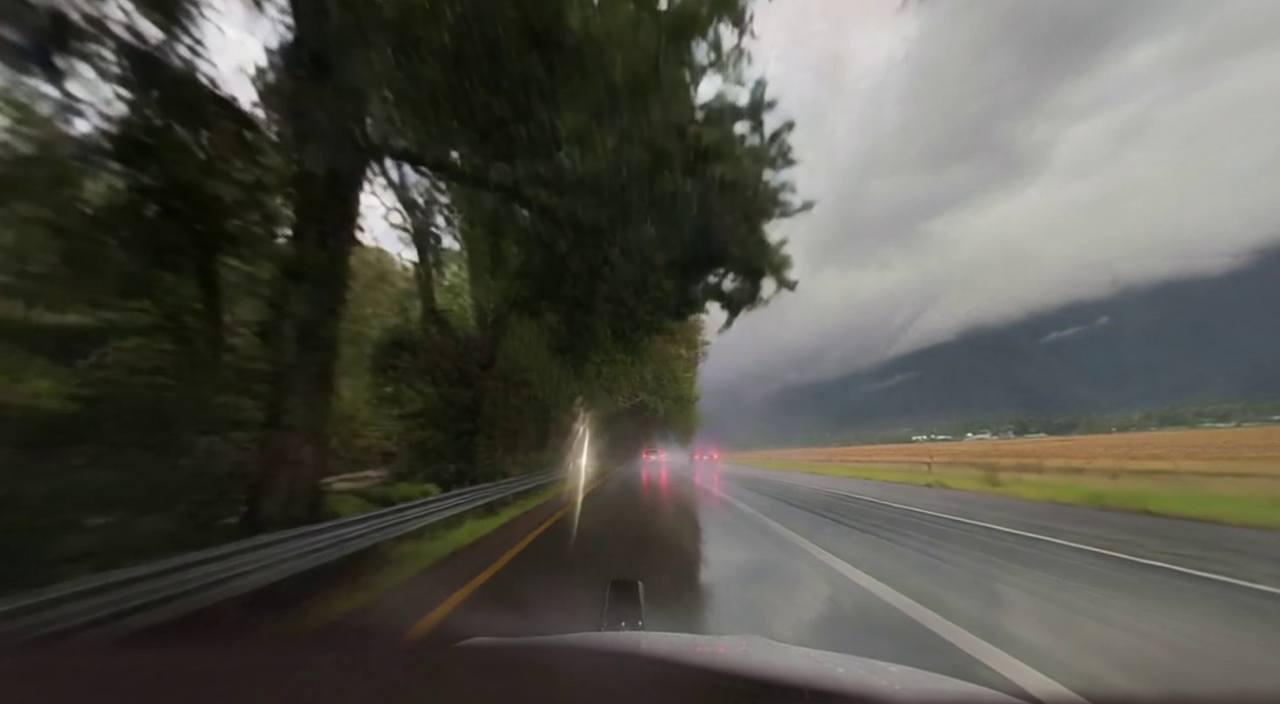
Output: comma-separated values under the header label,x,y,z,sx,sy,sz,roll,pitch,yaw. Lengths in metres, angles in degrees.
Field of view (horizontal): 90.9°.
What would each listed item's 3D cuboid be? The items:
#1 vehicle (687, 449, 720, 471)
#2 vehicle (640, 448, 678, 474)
label,x,y,z,sx,sy,sz,roll,pitch,yaw
vehicle,4.471,7.645,44.714,1.846,1.485,3.679,0,-9,-1
vehicle,1.121,6.775,39.232,2.162,1.492,3.975,0,-9,0
